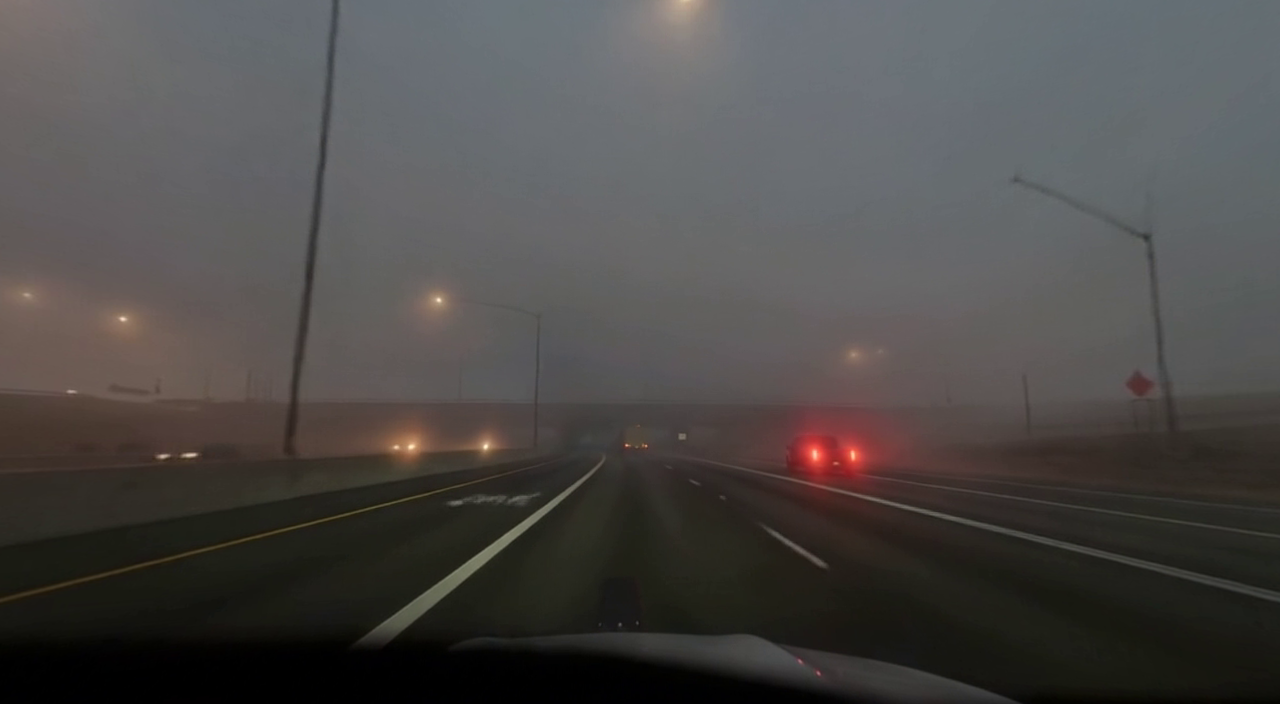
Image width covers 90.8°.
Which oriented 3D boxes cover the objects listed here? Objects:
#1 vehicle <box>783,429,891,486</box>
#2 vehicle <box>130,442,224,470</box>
[{"bbox_3d":[6.563,3.575,21.665,2.104,1.723,4.538,0,-8,-1],"label":"vehicle"},{"bbox_3d":[-25.348,5.703,34.755,1.864,1.438,4.340,0,-8,0],"label":"vehicle"}]
